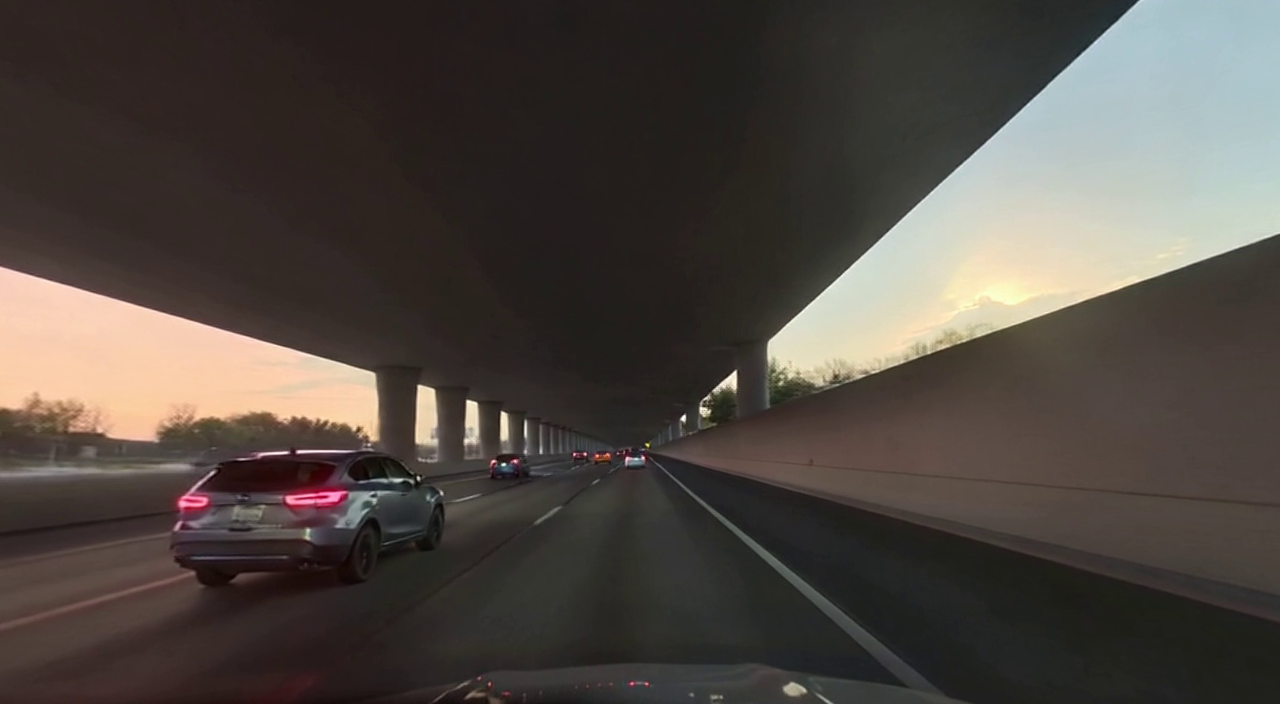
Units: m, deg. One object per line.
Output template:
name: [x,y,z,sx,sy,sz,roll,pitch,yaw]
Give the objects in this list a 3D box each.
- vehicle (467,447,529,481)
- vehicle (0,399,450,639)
vehicle: [-7.177,5.698,32.376,1.998,1.542,4.953,0,-9,1]
vehicle: [-3.847,1.560,6.916,2.059,1.725,4.521,0,-9,1]
